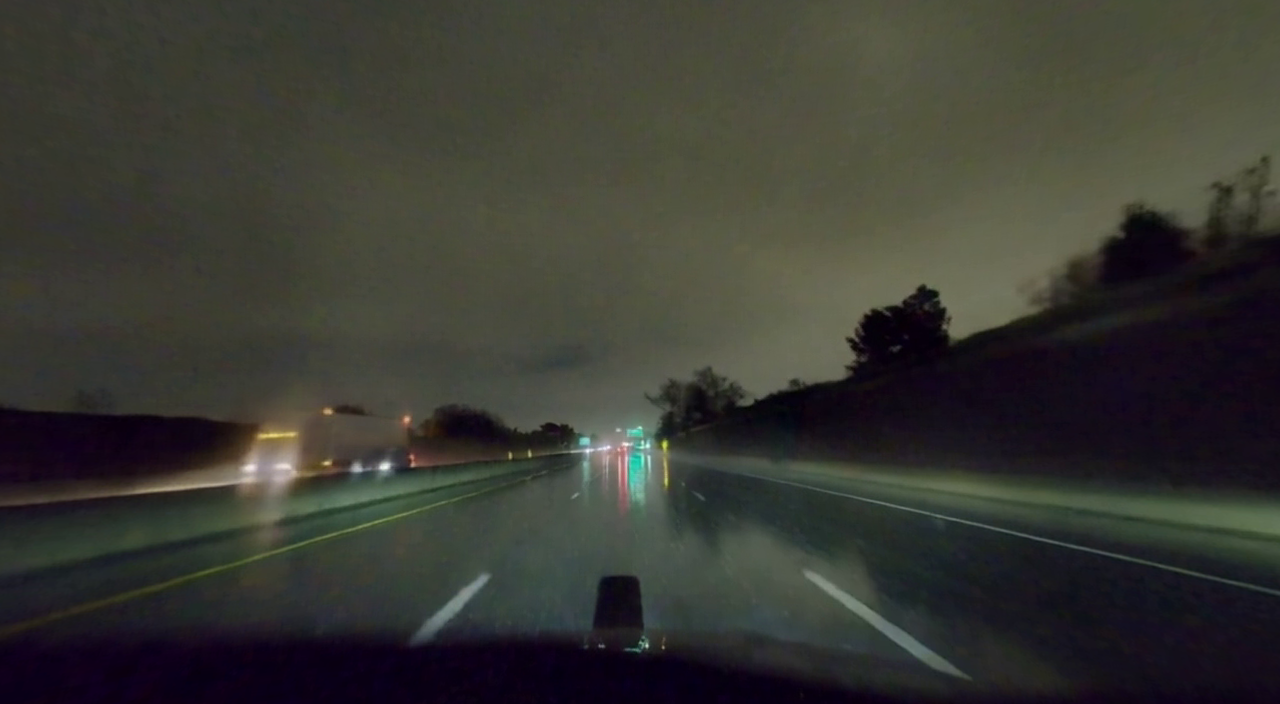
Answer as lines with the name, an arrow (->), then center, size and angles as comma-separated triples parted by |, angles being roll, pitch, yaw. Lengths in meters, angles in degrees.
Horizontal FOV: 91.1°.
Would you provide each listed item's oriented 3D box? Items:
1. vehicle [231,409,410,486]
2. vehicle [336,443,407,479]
vehicle -> -20.042, 6.338, 41.849 | 3.483, 4.025, 16.969 | 0, -9, -1
vehicle -> -16.201, 6.591, 38.272 | 2.222, 2.003, 4.982 | 0, -9, -1
